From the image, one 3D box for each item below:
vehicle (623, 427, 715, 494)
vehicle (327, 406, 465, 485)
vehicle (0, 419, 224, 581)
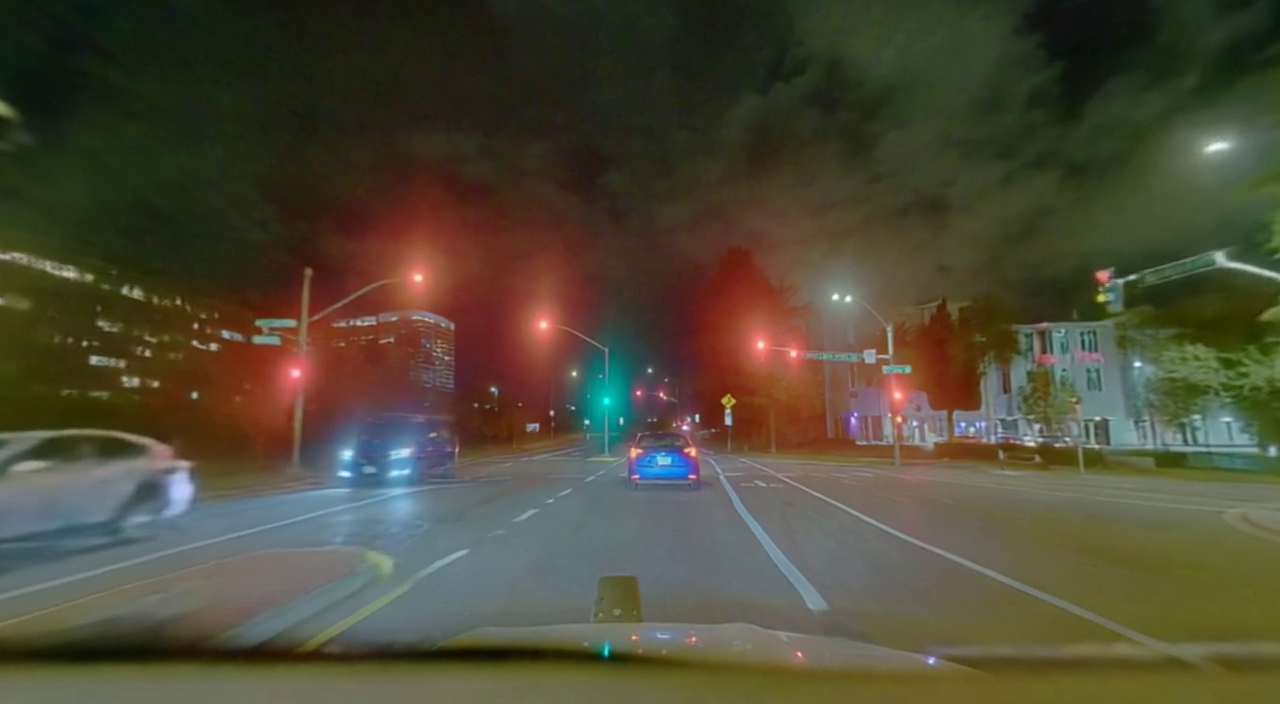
[{"bbox_3d":[0.687,2.552,15.460,1.950,1.401,4.159,0,-7,2],"label":"vehicle"},{"bbox_3d":[-7.091,2.755,18.959,2.310,2.045,4.763,0,-7,-1],"label":"vehicle"},{"bbox_3d":[-6.957,1.502,6.869,1.884,1.509,4.416,0,-7,-2],"label":"vehicle"}]
